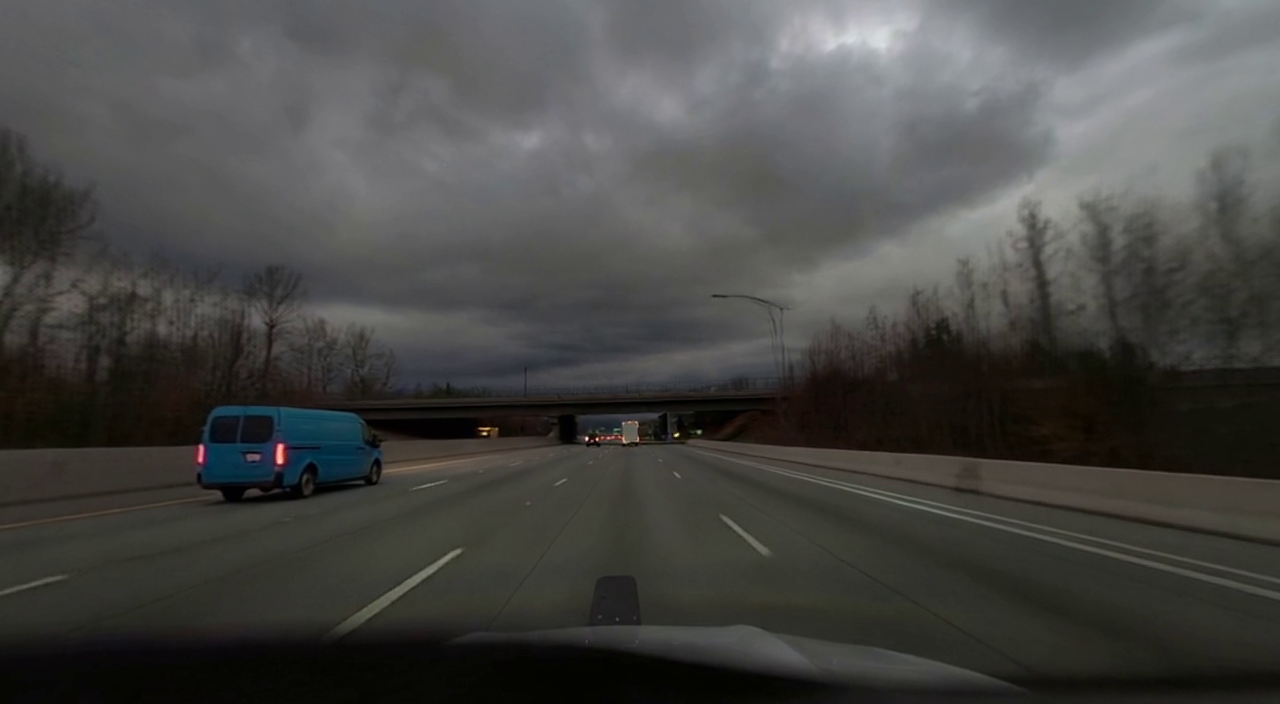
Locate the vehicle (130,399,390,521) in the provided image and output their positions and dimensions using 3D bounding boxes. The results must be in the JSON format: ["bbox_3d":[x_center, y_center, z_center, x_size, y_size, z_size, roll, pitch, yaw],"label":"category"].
[{"bbox_3d":[-7.342,2.136,13.085,2.150,1.996,5.341,0,-8,-1],"label":"vehicle"}]
